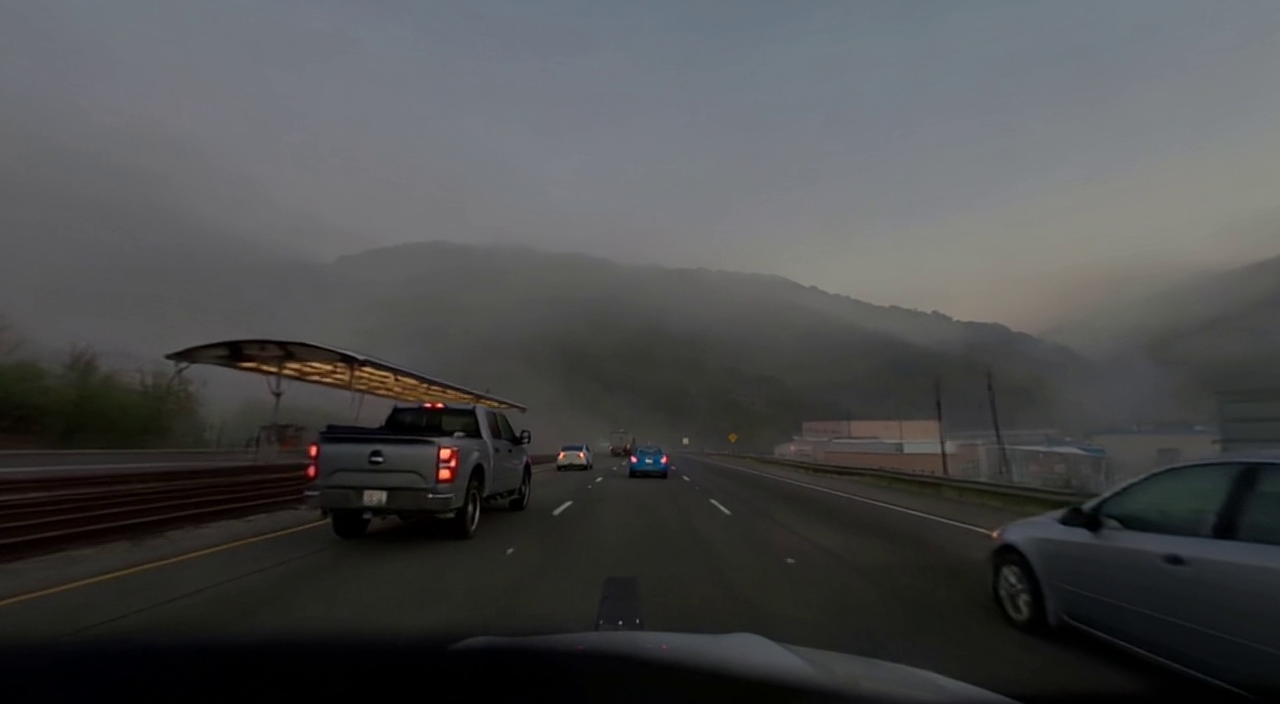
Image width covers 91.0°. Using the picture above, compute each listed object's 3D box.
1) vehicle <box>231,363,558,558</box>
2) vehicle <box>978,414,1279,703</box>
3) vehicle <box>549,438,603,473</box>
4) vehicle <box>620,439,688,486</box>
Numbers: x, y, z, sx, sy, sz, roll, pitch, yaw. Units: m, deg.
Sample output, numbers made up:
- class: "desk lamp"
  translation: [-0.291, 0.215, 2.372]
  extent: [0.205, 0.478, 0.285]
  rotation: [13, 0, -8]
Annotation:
- class: "vehicle"
  translation: [-3.282, 1.740, 10.760]
  extent: [2.733, 2.230, 6.820]
  rotation: [0, -8, 1]
- class: "vehicle"
  translation: [3.644, 1.009, 2.462]
  extent: [2.023, 1.510, 4.773]
  rotation: [0, -8, 0]
- class: "vehicle"
  translation: [-3.167, 5.239, 32.186]
  extent: [2.151, 1.613, 4.786]
  rotation: [0, -8, 1]
- class: "vehicle"
  translation: [0.452, 3.851, 22.299]
  extent: [2.171, 1.493, 4.081]
  rotation: [0, -8, 0]
